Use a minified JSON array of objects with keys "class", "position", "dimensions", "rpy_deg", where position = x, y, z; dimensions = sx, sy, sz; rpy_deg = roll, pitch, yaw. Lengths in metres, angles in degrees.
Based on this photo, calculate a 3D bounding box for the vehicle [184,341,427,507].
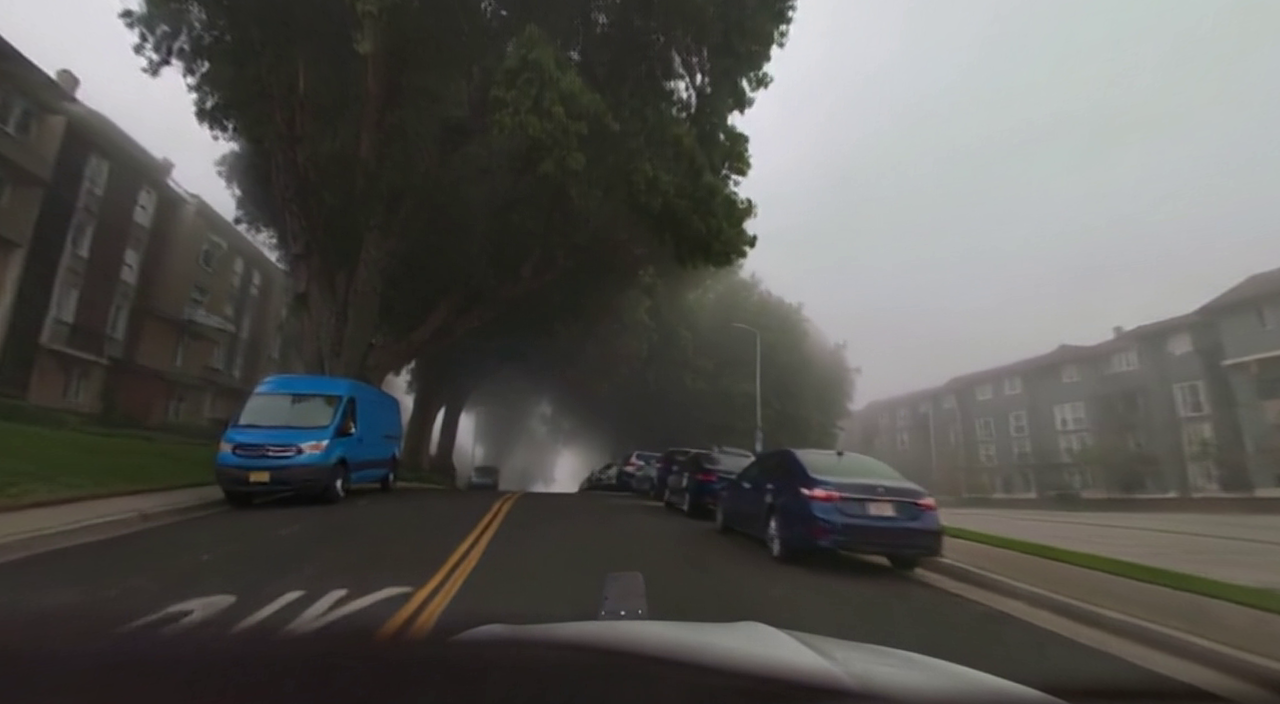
[{"class":"vehicle","position":[-6.590,1.611,13.797],"dimensions":[2.546,2.664,6.863],"rpy_deg":[0,-8,-9]}]

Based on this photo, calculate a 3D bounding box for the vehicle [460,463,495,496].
[{"class":"vehicle","position":[-11.428,8.938,44.657],"dimensions":[2.090,1.674,4.457],"rpy_deg":[-2,-4,-10]}]

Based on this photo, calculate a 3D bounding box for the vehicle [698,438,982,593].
[{"class":"vehicle","position":[2.147,1.909,8.264],"dimensions":[1.827,1.436,4.322],"rpy_deg":[2,-9,-8]}]
